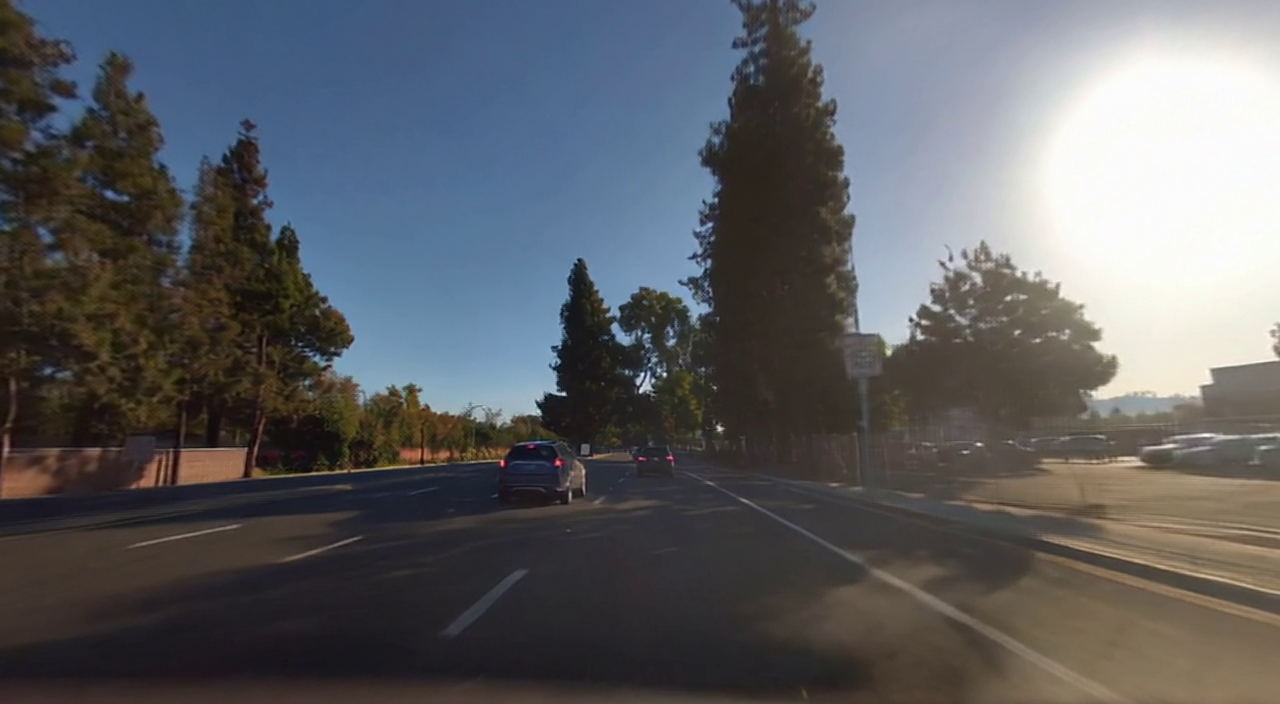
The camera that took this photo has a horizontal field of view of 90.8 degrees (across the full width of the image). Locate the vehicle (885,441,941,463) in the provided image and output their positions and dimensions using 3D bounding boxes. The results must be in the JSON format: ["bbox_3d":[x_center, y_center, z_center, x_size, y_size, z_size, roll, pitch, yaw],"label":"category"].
[{"bbox_3d":[19.146,6.978,44.205,4.404,1.469,1.947,8,-12,-43],"label":"vehicle"}]

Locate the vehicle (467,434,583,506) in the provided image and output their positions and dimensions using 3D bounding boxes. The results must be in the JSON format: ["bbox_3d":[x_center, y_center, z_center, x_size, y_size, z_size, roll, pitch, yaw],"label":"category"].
[{"bbox_3d":[-2.949,3.137,17.309,2.105,1.676,4.541,-1,-8,3],"label":"vehicle"}]

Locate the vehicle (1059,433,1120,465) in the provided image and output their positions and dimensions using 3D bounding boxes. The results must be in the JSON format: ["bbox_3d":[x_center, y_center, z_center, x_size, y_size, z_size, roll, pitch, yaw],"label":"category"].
[{"bbox_3d":[26.548,5.684,37.253,4.534,1.729,1.975,7,-10,-44],"label":"vehicle"}]

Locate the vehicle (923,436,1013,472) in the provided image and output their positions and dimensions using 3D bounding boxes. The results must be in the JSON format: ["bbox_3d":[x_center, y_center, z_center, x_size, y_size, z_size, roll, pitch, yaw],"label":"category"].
[{"bbox_3d":[14.633,4.498,28.073,4.830,1.459,2.041,8,-12,-44],"label":"vehicle"}]

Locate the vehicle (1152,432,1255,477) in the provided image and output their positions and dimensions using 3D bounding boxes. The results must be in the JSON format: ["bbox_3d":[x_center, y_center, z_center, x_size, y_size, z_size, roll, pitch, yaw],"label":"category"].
[{"bbox_3d":[19.681,3.533,21.984,4.562,1.392,2.048,7,-11,-41],"label":"vehicle"}]

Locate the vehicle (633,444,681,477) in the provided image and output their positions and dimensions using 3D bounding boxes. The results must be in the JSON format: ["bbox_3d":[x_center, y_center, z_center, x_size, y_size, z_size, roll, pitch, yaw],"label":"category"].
[{"bbox_3d":[0.836,5.275,30.902,2.147,1.474,4.083,0,-8,2],"label":"vehicle"}]

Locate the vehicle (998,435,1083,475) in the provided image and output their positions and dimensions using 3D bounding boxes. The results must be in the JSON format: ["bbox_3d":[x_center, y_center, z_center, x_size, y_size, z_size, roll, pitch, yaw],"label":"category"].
[{"bbox_3d":[16.185,4.112,25.435,2.131,1.437,4.325,-7,-11,41],"label":"vehicle"}]
